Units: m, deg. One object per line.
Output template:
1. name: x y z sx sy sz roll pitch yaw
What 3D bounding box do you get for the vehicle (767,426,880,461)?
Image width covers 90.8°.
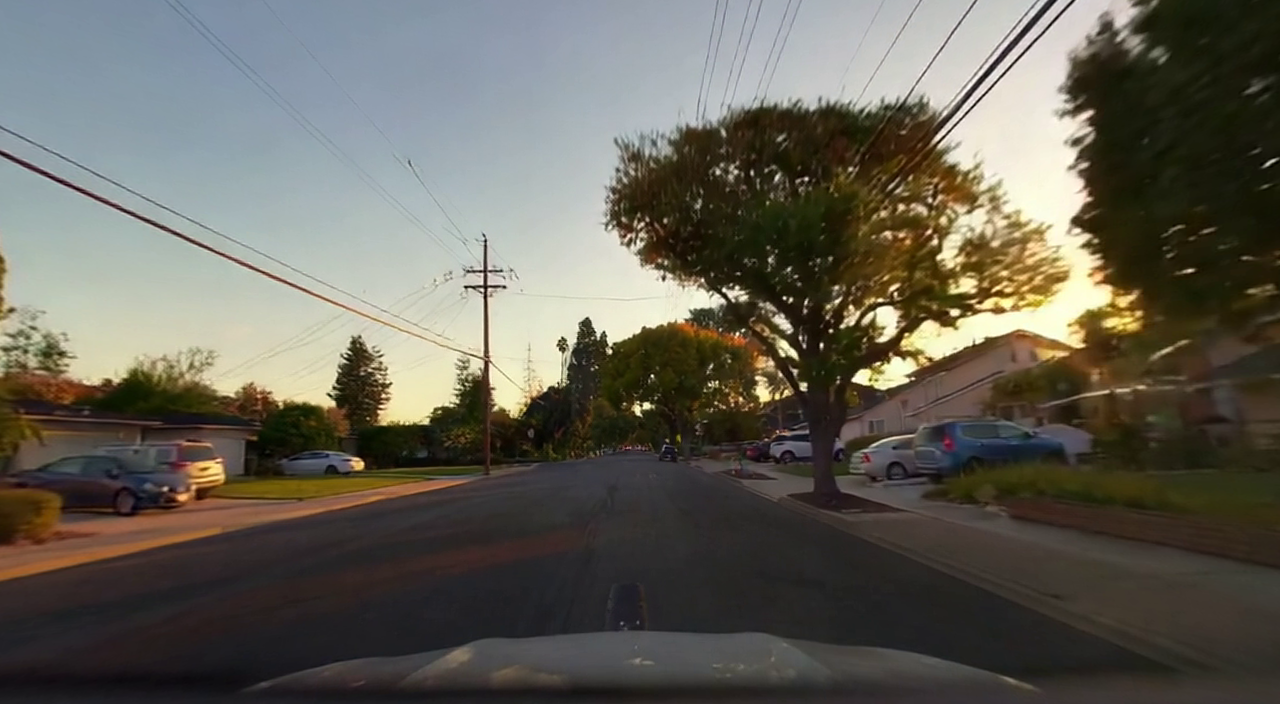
1. vehicle: 10.953 5.509 38.097 5.968 1.963 2.573 1 -8 -4

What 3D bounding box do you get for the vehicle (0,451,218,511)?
1. vehicle: -13.396 3.241 16.120 3.877 1.411 1.869 0 -9 -2

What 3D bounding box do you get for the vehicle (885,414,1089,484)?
1. vehicle: 9.642 2.723 17.930 4.465 1.727 2.127 -2 -8 2

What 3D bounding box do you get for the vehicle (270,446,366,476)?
1. vehicle: -18.047 6.115 35.521 4.304 1.643 1.969 0 -9 1
